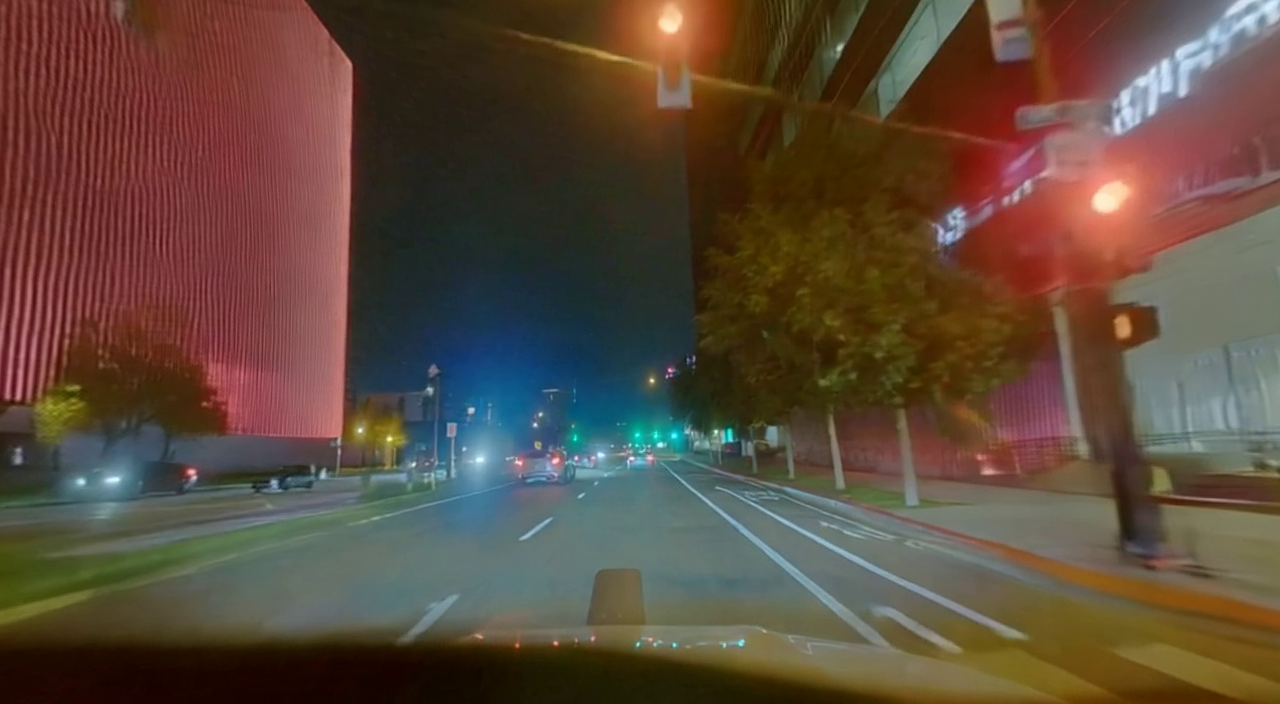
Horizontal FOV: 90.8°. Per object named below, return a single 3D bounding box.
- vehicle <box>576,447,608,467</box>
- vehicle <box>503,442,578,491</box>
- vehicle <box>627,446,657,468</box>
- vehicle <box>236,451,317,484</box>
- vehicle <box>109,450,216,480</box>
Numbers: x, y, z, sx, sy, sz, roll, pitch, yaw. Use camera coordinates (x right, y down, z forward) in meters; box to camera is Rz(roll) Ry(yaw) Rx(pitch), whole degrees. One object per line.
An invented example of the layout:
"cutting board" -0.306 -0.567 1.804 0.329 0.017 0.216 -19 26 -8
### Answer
"vehicle" -3.620 8.078 48.755 2.088 1.430 4.482 0 -8 1
"vehicle" -3.372 3.946 22.139 1.983 1.545 3.773 0 -8 1
"vehicle" 0.134 7.546 45.700 2.102 1.482 4.125 0 -8 -1
"vehicle" -20.435 6.476 35.746 1.900 1.638 4.567 0 -8 -1
"vehicle" -33.140 7.830 44.074 5.549 1.937 2.207 4 -10 -29
